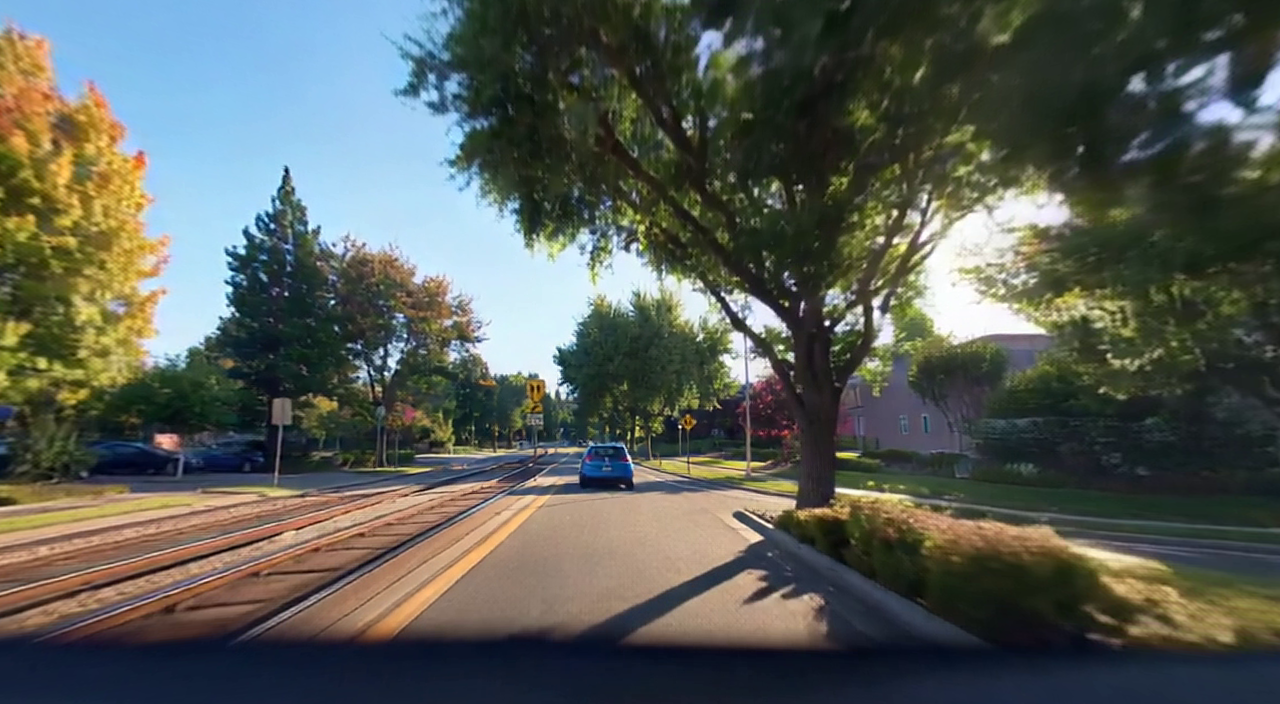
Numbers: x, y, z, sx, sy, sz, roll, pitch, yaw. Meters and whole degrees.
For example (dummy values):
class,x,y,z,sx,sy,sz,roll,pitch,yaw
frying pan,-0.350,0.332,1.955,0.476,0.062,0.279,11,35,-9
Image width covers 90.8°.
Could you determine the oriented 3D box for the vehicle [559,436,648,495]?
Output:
class,x,y,z,sx,sy,sz,roll,pitch,yaw
vehicle,-1.147,3.297,18.697,2.295,1.510,4.364,1,-9,-5
